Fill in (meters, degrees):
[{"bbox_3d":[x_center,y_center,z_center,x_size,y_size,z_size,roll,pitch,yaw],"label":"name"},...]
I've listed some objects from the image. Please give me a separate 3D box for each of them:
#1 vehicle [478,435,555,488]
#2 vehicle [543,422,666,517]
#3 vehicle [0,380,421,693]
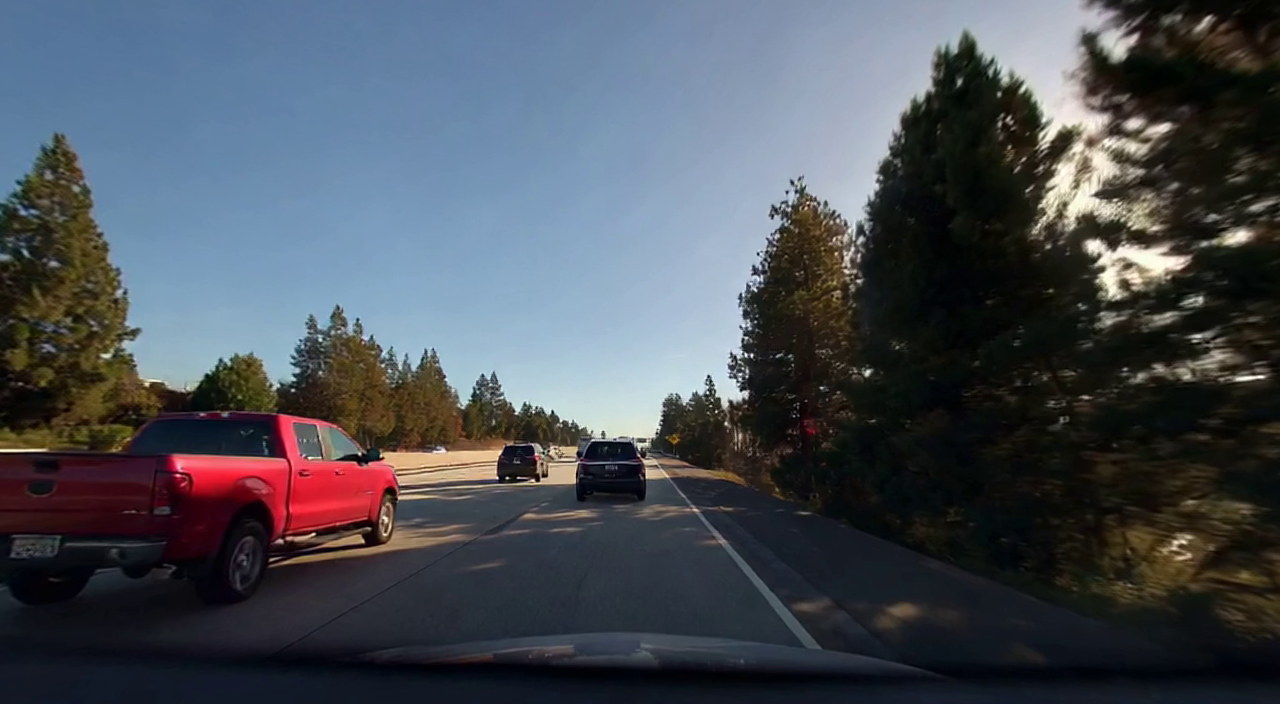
[{"bbox_3d":[-4.464,4.008,23.486,1.991,1.776,4.333,0,-8,0],"label":"vehicle"},{"bbox_3d":[-0.641,2.522,14.063,2.293,1.753,4.380,0,-8,1],"label":"vehicle"},{"bbox_3d":[-4.056,1.387,6.114,2.038,1.704,5.181,0,-8,0],"label":"vehicle"}]
